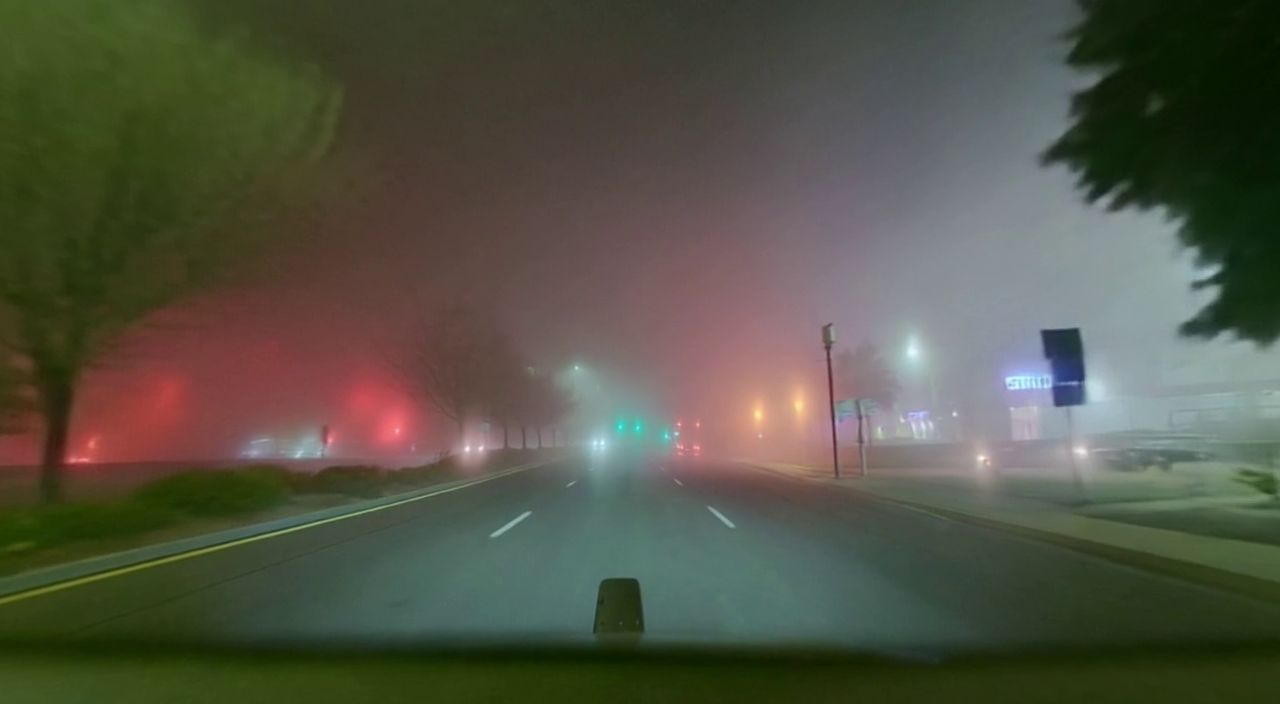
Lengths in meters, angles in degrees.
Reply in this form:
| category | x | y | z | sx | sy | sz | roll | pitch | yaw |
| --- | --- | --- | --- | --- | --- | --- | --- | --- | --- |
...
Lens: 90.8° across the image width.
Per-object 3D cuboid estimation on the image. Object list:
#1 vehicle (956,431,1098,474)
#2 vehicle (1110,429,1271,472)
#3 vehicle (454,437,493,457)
| category | x | y | z | sx | sy | sz | roll | pitch | yaw |
| --- | --- | --- | --- | --- | --- | --- | --- | --- | --- |
| vehicle | 14.899 | 3.893 | 24.500 | 4.296 | 1.596 | 1.807 | 0 | -9 | 0 |
| vehicle | 21.277 | 3.828 | 24.573 | 4.416 | 1.561 | 1.876 | 0 | -9 | 1 |
| vehicle | -12.758 | 7.274 | 48.563 | 1.887 | 1.447 | 4.031 | 0 | -8 | 0 |
